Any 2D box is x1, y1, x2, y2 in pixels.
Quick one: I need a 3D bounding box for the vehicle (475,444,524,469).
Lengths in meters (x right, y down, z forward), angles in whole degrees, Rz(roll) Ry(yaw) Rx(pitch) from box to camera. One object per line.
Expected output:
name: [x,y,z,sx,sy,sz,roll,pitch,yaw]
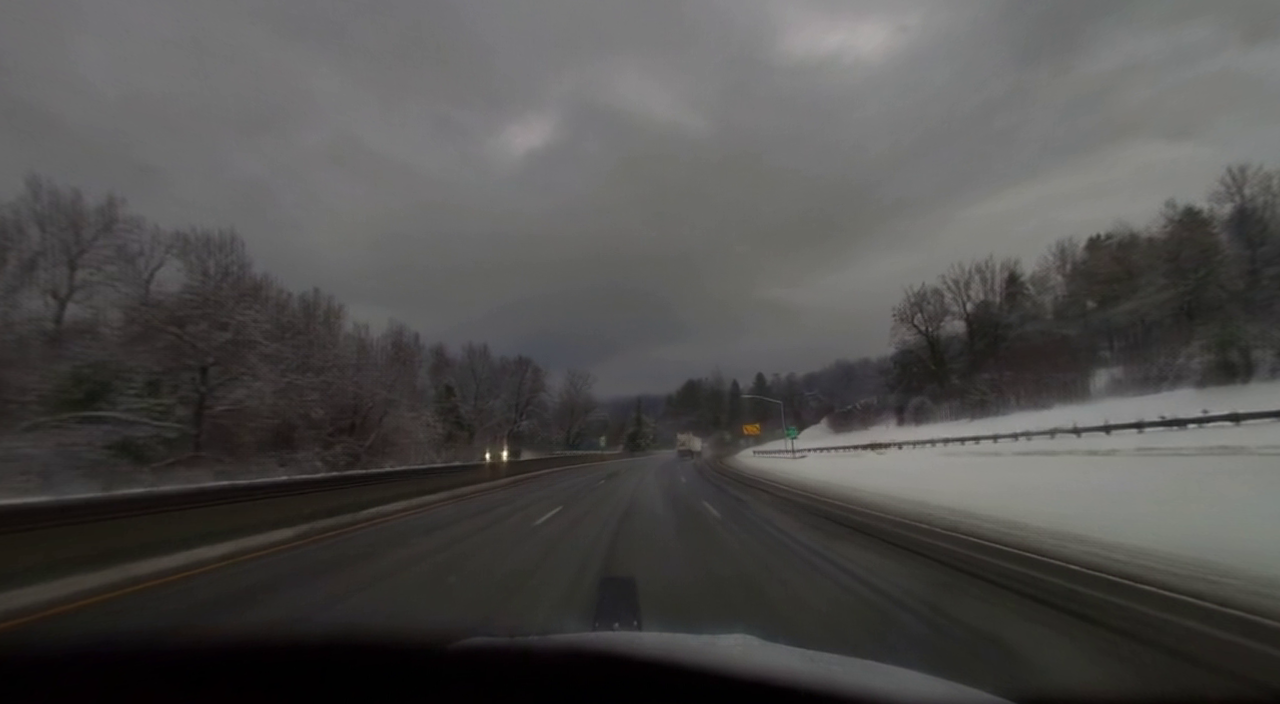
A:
vehicle: [-10.746,8.056,48.426,2.145,1.788,5.253,-1,-9,6]
